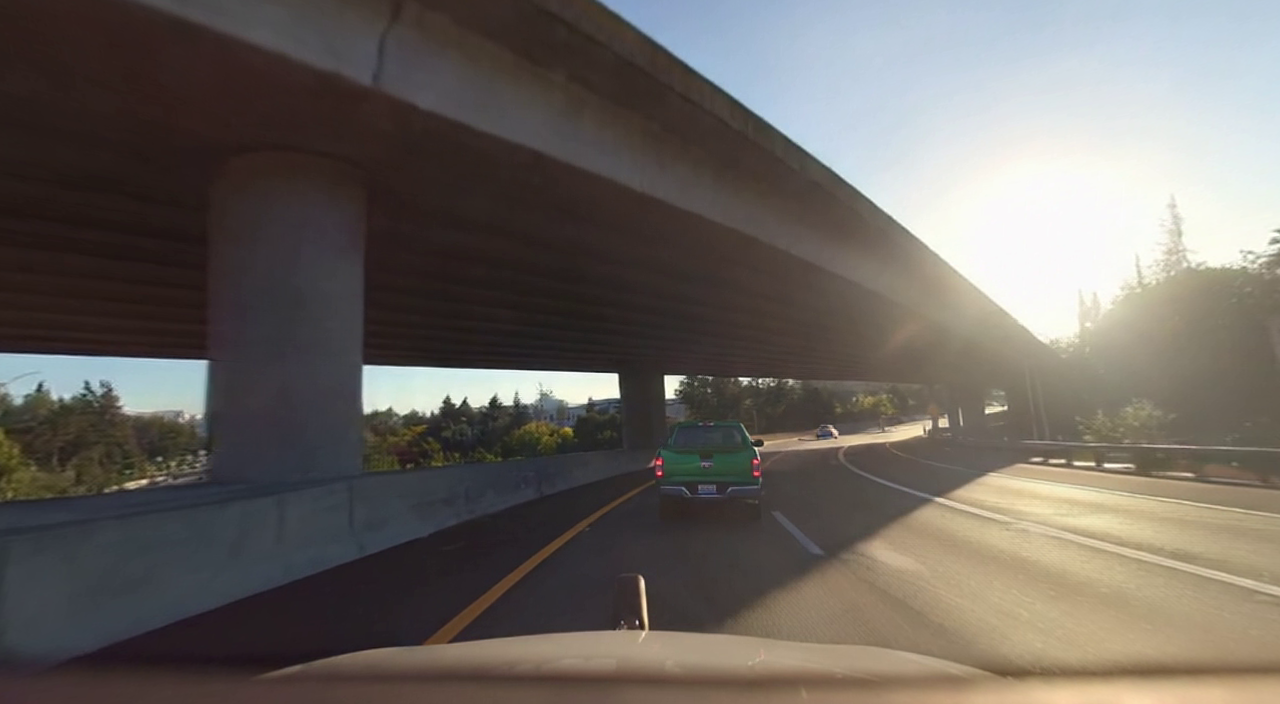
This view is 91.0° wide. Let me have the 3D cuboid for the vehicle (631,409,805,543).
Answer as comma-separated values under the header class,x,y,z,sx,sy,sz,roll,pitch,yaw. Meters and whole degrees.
class,x,y,z,sx,sy,sz,roll,pitch,yaw
vehicle,1.237,1.937,10.465,2.235,1.716,4.435,-1,-9,6
